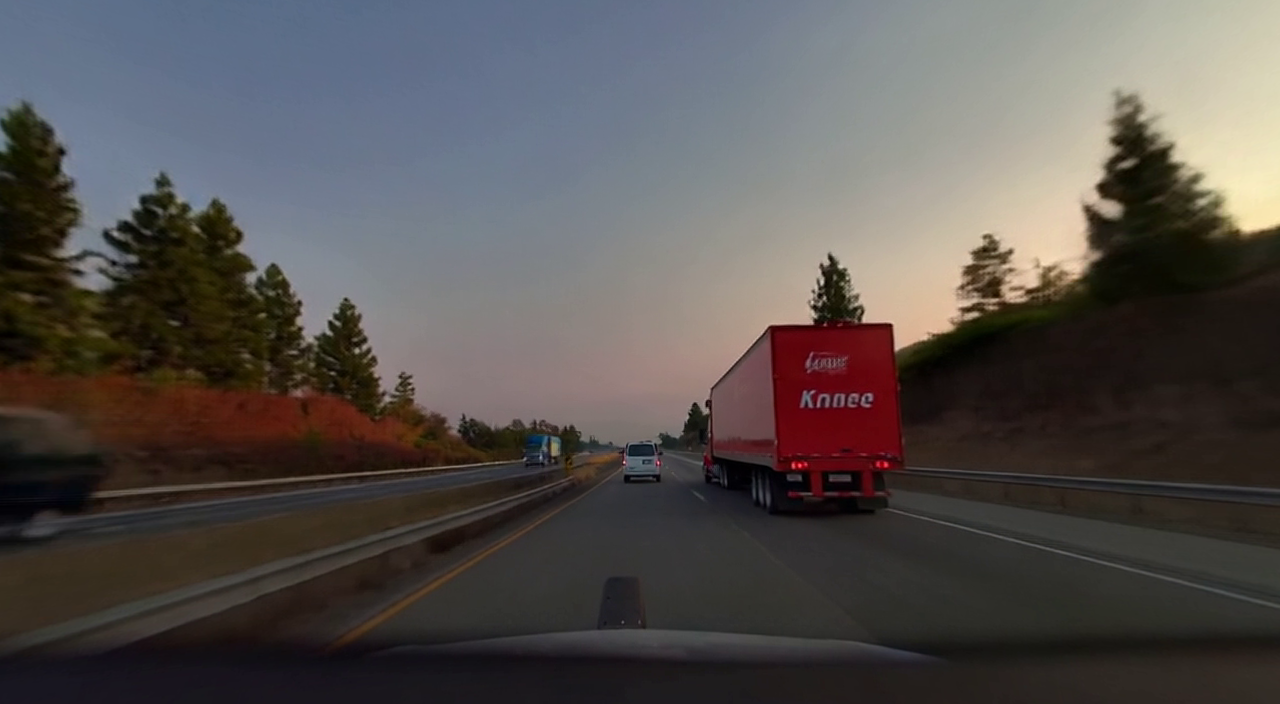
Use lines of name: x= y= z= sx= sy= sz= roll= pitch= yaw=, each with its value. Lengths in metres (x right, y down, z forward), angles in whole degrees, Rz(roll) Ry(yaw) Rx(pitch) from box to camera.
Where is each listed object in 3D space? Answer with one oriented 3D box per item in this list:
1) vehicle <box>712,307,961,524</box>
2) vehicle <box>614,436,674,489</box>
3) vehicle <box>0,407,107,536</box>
vehicle: x=4.269 y=2.097 z=17.864 sx=3.030 sy=3.985 sz=12.707 roll=0 pitch=-9 yaw=0
vehicle: x=0.169 y=4.272 z=24.554 sx=2.105 sy=1.865 sz=4.102 roll=0 pitch=-9 yaw=1
vehicle: x=-13.428 y=2.263 z=11.575 sx=2.227 sy=2.465 sz=5.698 roll=-3 pitch=-9 yaw=1
